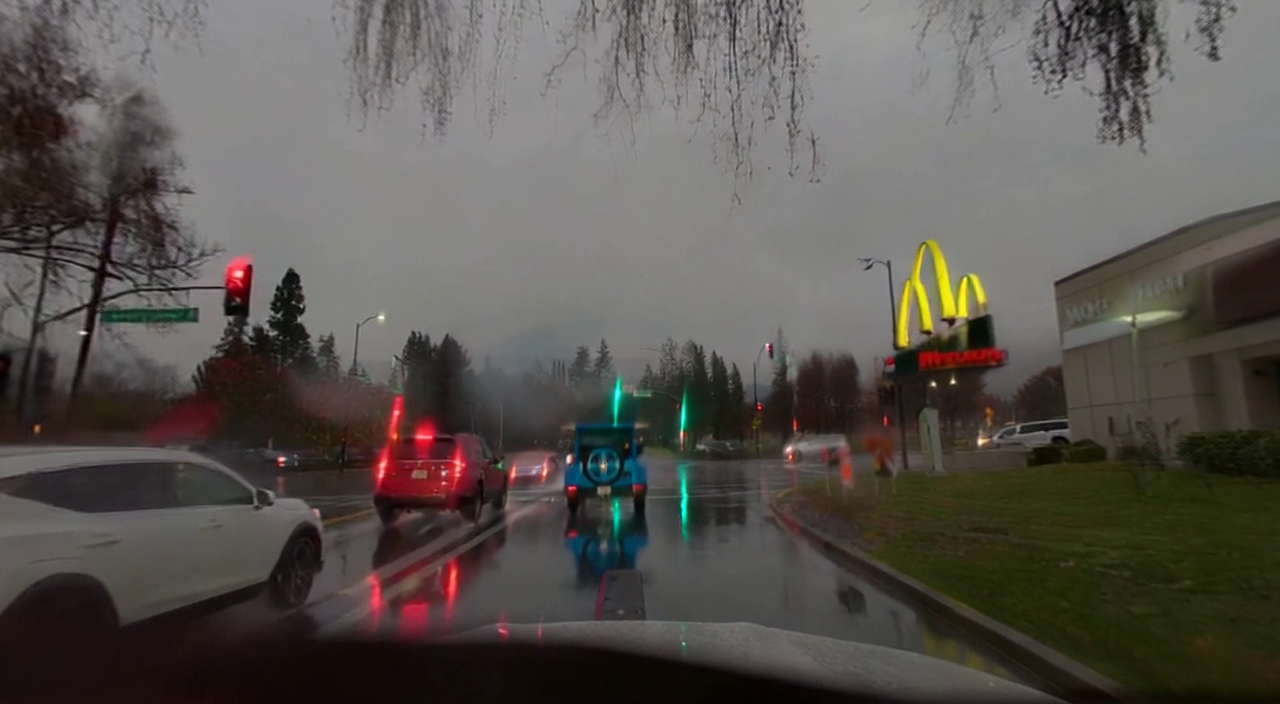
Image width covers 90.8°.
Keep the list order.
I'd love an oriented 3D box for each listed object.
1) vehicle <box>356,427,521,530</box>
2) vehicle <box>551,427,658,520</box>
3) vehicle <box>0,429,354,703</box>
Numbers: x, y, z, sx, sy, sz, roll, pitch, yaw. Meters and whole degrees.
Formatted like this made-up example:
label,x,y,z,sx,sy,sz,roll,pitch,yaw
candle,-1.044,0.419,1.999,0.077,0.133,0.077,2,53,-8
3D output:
label,x,y,z,sx,sy,sz,roll,pitch,yaw
vehicle,-4.026,2.609,13.601,2.130,1.819,4.497,0,-9,-1
vehicle,-0.834,2.891,15.618,2.224,1.923,4.643,0,-9,-2
vehicle,-3.930,1.297,4.218,1.941,1.479,4.541,0,-9,-1
